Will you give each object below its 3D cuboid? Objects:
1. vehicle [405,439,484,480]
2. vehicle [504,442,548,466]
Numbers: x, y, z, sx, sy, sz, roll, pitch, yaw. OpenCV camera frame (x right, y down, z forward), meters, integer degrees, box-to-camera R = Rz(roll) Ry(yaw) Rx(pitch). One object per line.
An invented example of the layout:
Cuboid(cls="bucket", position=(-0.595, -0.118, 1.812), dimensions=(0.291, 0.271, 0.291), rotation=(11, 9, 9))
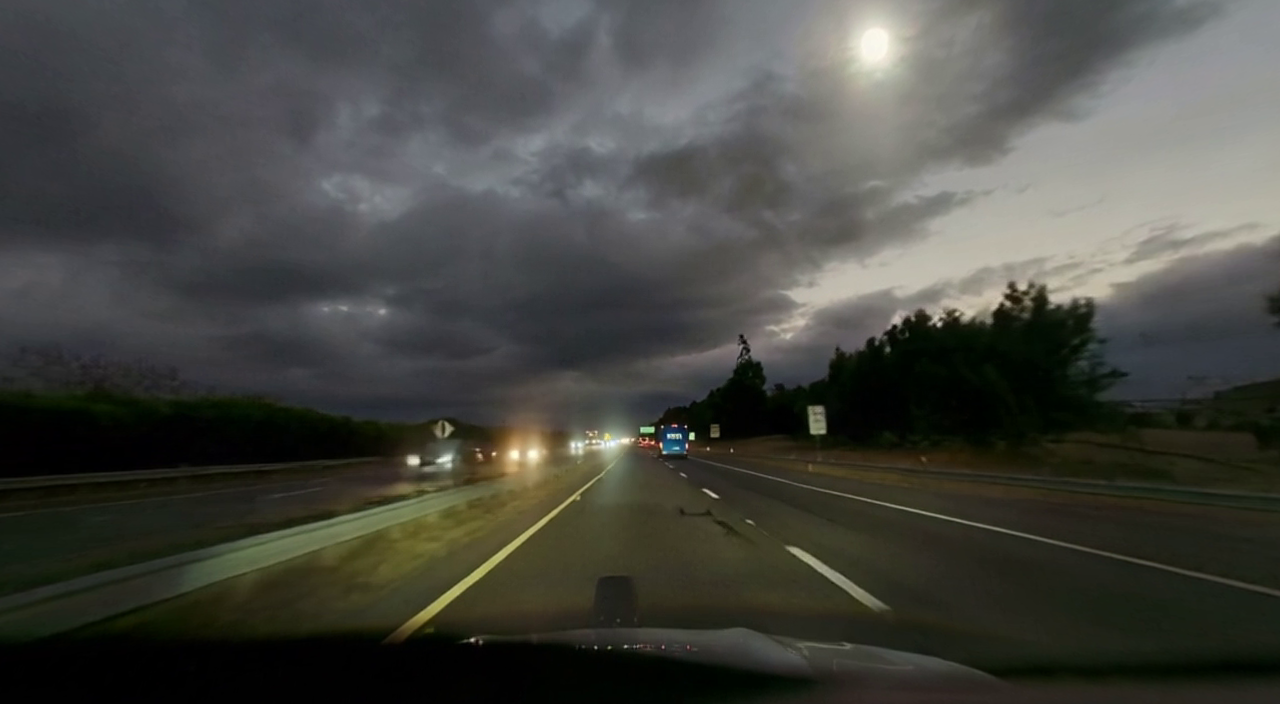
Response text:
Cuboid(cls="vehicle", position=(-7.825, 4.336, 25.592), dimensions=(1.879, 1.486, 4.259), rotation=(0, -9, 0))
Cuboid(cls="vehicle", position=(-7.296, 6.584, 40.694), dimensions=(1.904, 1.463, 4.630), rotation=(0, -9, 1))
